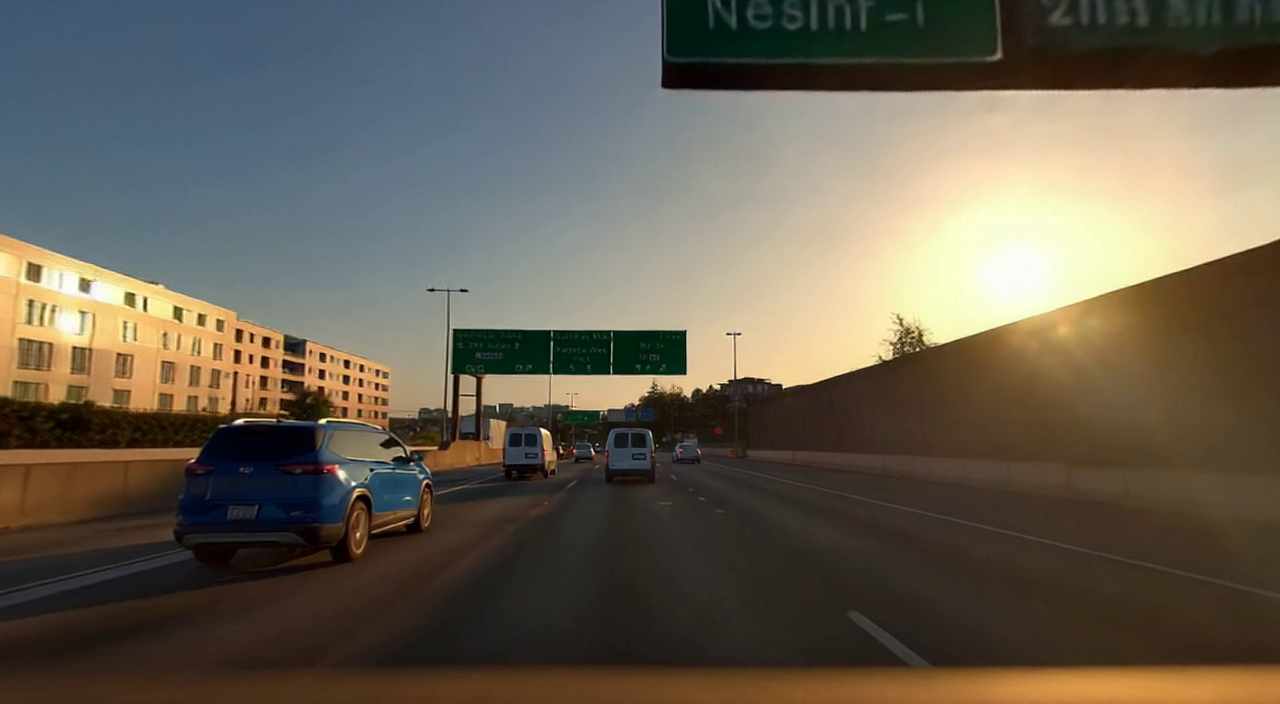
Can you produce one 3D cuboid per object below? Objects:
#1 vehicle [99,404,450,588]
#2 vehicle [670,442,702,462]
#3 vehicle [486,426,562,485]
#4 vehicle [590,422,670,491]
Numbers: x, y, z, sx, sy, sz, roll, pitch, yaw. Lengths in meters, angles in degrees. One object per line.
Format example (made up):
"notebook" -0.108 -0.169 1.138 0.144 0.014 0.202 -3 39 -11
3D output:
"vehicle" -4.095 1.661 8.151 1.972 1.703 4.333 0 -8 -1
"vehicle" 3.502 7.663 48.448 1.999 1.494 3.833 0 -8 -2
"vehicle" -4.185 3.788 23.382 2.038 1.936 4.300 0 -8 -1
"vehicle" -0.340 3.316 20.332 2.304 1.925 4.282 0 -8 -1
